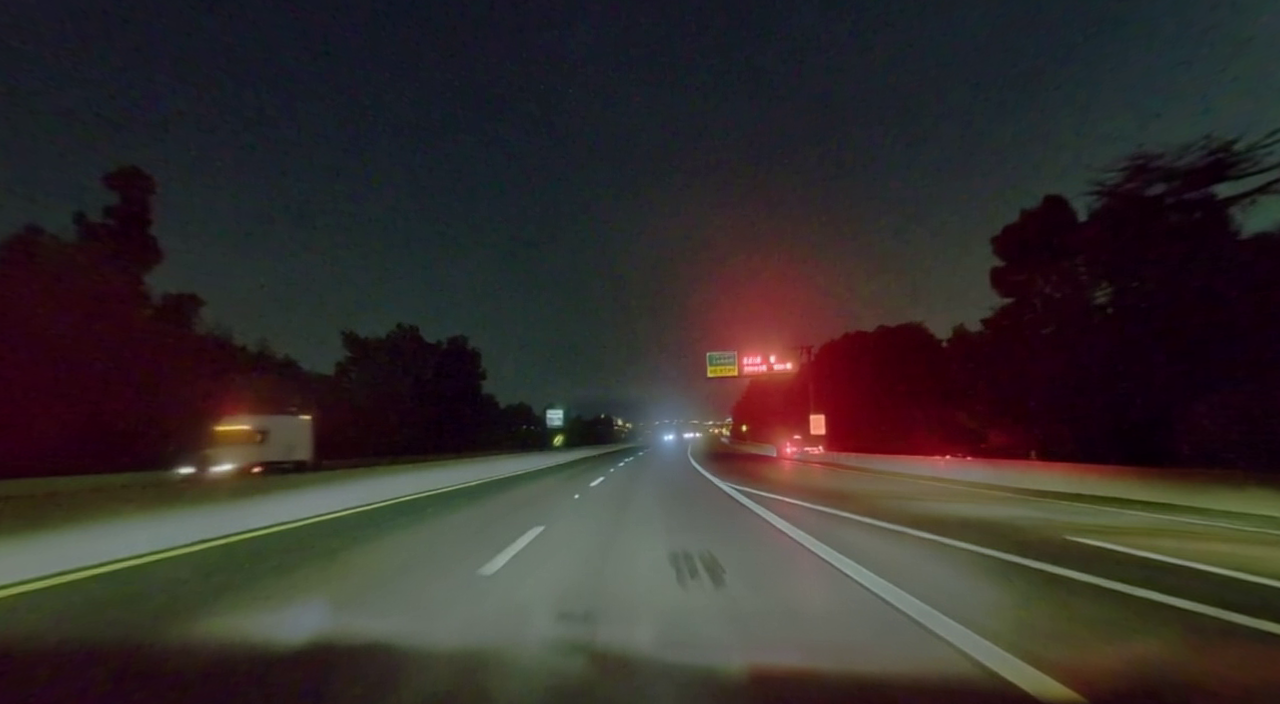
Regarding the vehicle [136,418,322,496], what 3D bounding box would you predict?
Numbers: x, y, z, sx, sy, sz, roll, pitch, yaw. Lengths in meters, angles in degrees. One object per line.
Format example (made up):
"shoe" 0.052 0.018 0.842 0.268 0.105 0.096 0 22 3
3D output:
"vehicle" -12.419 3.199 19.604 2.174 2.049 5.156 -1 -8 2
